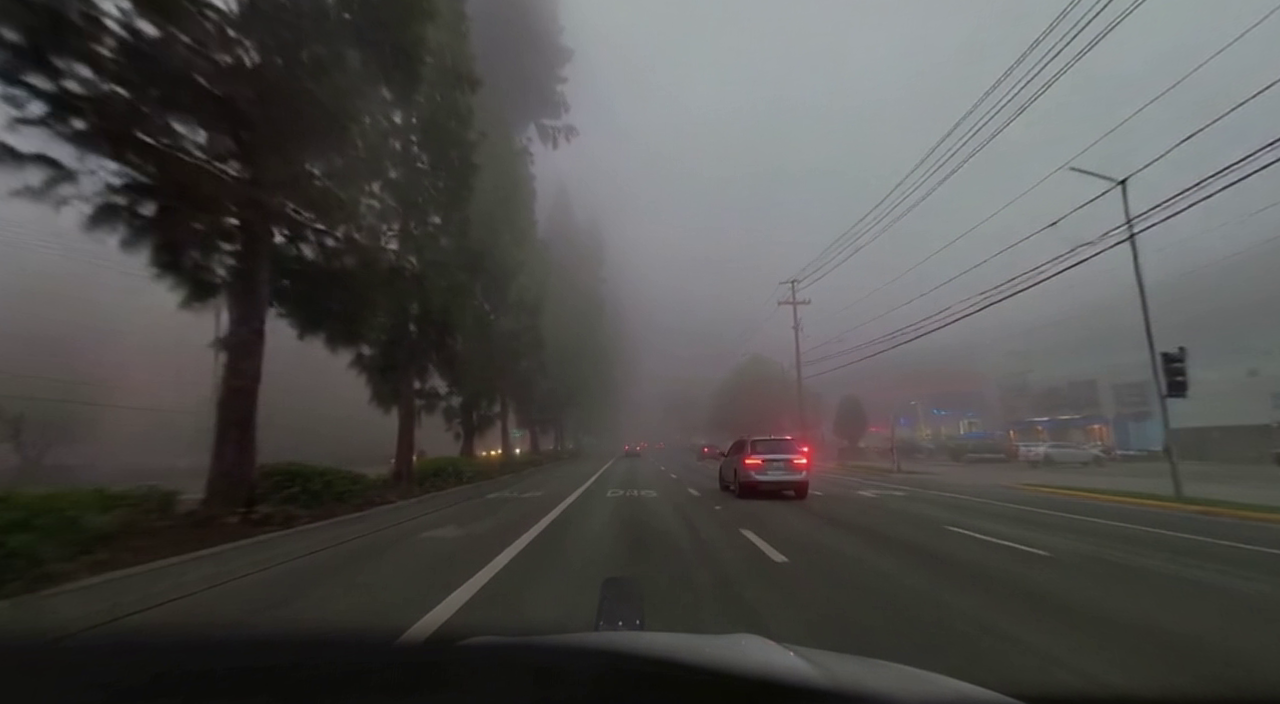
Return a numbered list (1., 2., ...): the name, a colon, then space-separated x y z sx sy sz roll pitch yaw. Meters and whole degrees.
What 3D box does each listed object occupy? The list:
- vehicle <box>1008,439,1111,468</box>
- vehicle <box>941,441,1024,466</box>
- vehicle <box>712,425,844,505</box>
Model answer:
1. vehicle: 24.641 5.982 37.217 4.599 1.647 1.924 0 -9 1
2. vehicle: 24.852 7.375 46.011 4.798 1.699 2.039 0 -9 1
3. vehicle: 3.209 2.738 15.684 2.128 1.699 4.222 0 -9 -3
